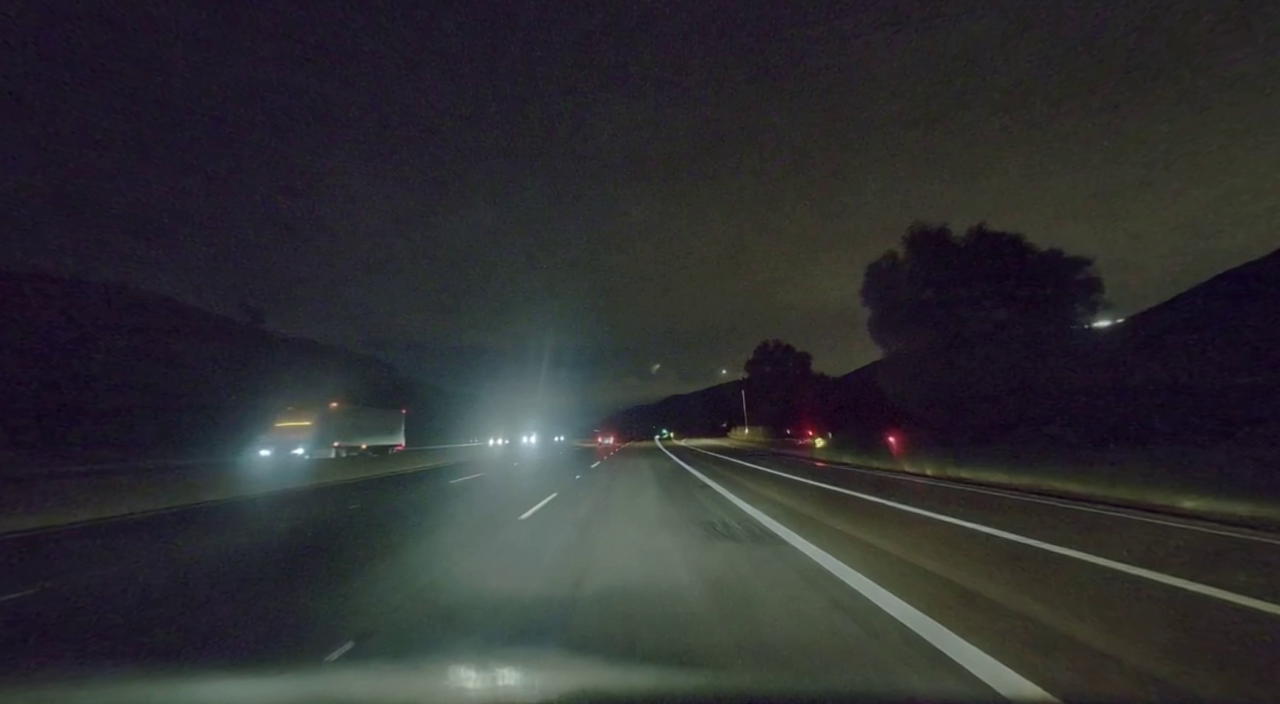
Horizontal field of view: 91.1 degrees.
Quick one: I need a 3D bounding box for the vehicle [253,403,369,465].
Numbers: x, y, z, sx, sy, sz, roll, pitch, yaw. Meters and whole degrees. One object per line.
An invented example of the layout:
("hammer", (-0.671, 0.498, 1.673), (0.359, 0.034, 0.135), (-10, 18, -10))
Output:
("vehicle", (-23.486, 5.989, 45.795), (3.030, 3.937, 10.121), (0, -8, -1))
